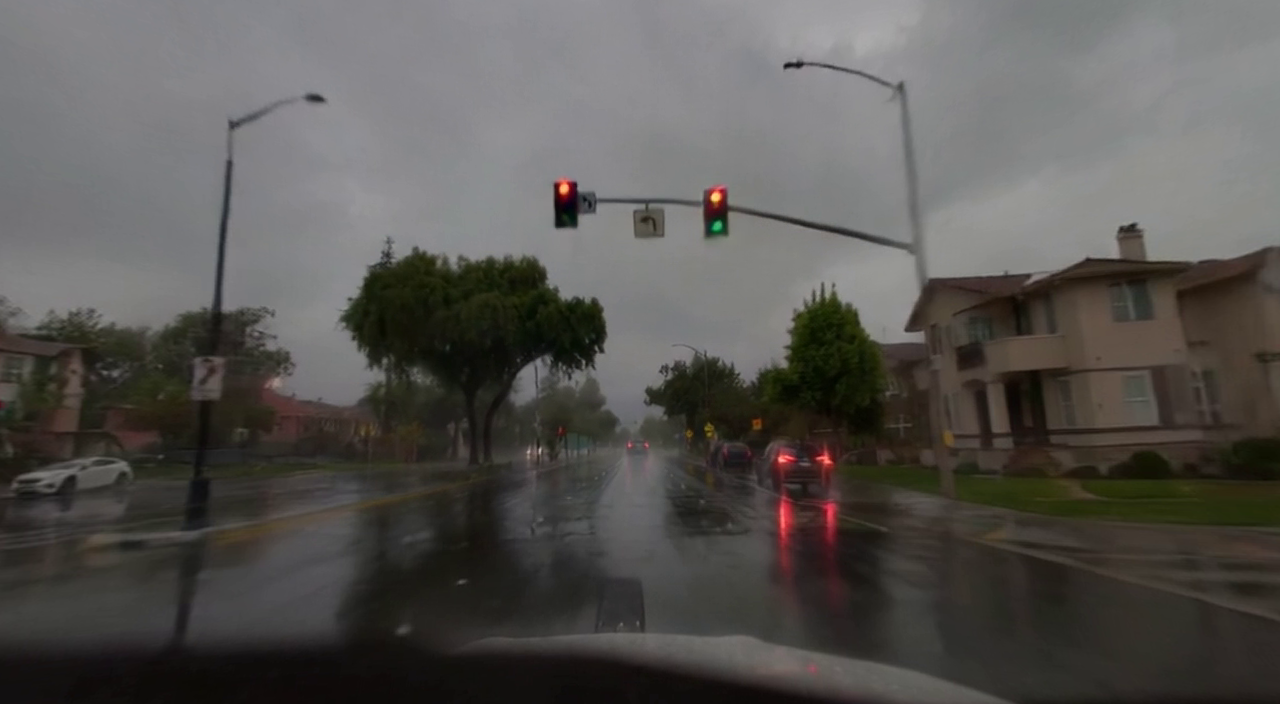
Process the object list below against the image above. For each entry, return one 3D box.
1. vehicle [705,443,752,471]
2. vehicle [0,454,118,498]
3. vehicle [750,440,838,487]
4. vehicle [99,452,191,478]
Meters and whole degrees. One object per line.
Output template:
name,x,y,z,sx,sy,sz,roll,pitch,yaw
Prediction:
vehicle,5.496,6.567,39.919,2.131,1.604,5.543,0,-8,0
vehicle,-25.819,5.348,27.676,1.912,1.681,4.625,0,-9,-1
vehicle,5.697,4.172,24.055,2.066,1.552,4.799,0,-8,-1
vehicle,-37.915,8.653,48.456,4.982,1.915,2.401,0,-8,0
